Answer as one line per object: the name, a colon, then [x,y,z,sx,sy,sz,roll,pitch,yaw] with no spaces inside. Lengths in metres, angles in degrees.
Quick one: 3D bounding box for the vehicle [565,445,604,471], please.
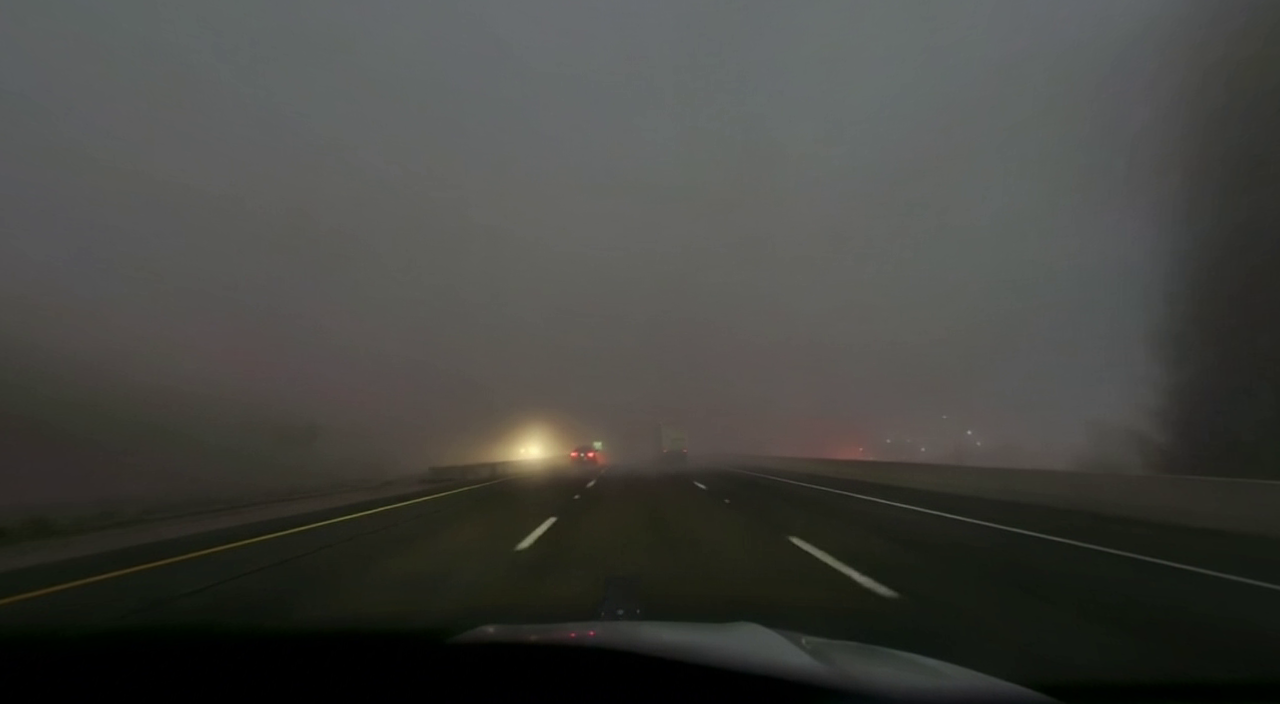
vehicle: [-3.404,6.630,39.395,2.100,1.525,4.179,0,-9,-1]
